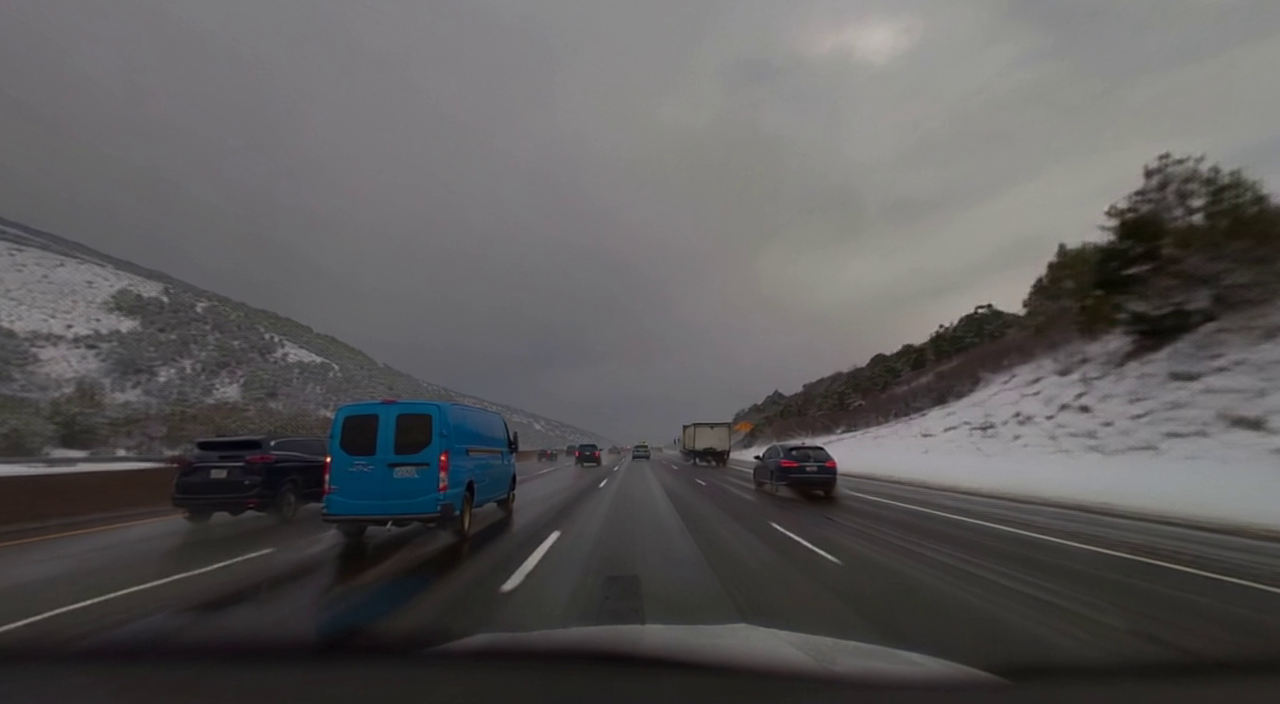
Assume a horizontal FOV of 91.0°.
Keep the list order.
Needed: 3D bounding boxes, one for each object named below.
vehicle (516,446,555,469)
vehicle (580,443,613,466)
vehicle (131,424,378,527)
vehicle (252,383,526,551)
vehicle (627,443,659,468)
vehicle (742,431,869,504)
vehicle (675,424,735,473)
[{"bbox_3d":[-7.256,7.363,44.166,2.021,1.500,4.512,0,-9,0],"label":"vehicle"},{"bbox_3d":[-3.239,7.709,47.470,2.138,1.581,4.340,0,-9,0],"label":"vehicle"},{"bbox_3d":[-7.570,2.471,13.186,2.054,1.715,4.928,0,-9,0],"label":"vehicle"},{"bbox_3d":[-3.828,1.945,11.244,2.421,2.203,5.775,0,-9,1],"label":"vehicle"},{"bbox_3d":[0.173,6.792,41.508,2.014,1.543,3.804,0,-9,-1],"label":"vehicle"},{"bbox_3d":[4.005,2.883,16.038,2.051,1.598,4.145,0,-9,-1],"label":"vehicle"},{"bbox_3d":[3.862,6.033,39.344,2.877,2.730,7.831,0,-9,0],"label":"vehicle"}]
